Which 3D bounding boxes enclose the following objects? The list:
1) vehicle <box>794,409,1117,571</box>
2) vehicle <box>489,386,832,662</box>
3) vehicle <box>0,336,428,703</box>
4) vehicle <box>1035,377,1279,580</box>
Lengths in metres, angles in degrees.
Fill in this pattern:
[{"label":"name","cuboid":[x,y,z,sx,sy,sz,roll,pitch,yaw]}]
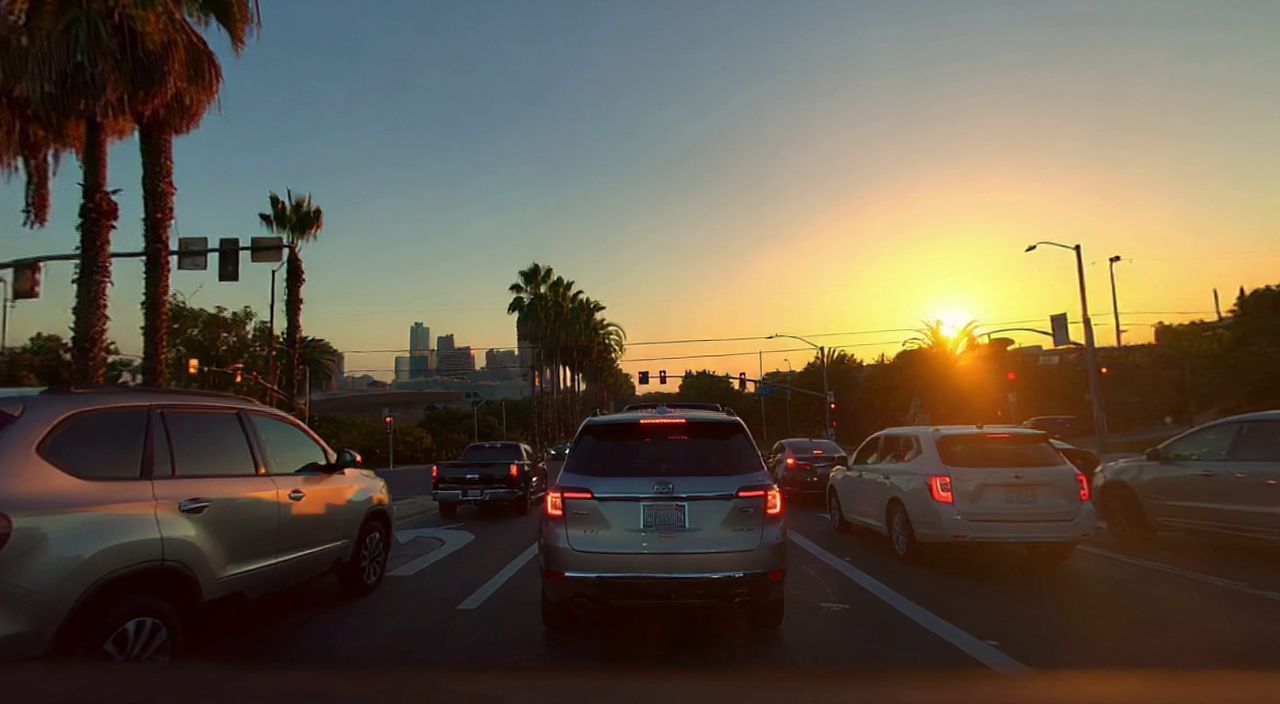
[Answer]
[{"label":"vehicle","cuboid":[3.994,1.851,9.315,2.072,1.704,5.170,0,-8,-1]},{"label":"vehicle","cuboid":[0.157,1.374,6.045,2.123,1.704,4.128,0,-9,1]},{"label":"vehicle","cuboid":[-3.181,1.084,3.913,2.171,1.702,4.416,0,-8,0]},{"label":"vehicle","cuboid":[7.317,1.339,6.849,2.337,1.925,5.728,0,-8,1]}]
